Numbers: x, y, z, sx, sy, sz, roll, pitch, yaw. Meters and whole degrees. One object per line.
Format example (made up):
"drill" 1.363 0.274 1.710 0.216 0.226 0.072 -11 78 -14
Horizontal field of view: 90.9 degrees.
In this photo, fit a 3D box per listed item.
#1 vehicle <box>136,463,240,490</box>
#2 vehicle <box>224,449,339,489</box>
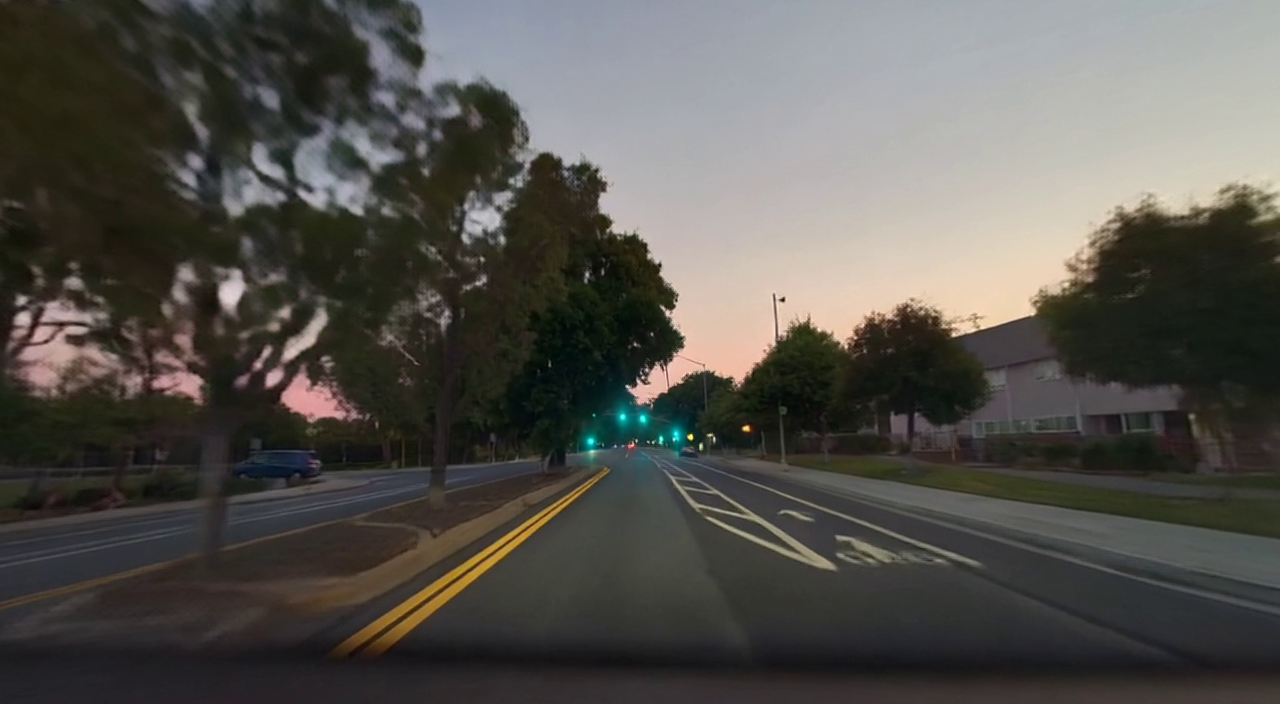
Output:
"vehicle" -27.751 7.638 38.836 4.696 1.518 2.224 0 -8 -2
"vehicle" -21.915 7.171 38.662 5.841 1.902 2.244 -5 -8 4
